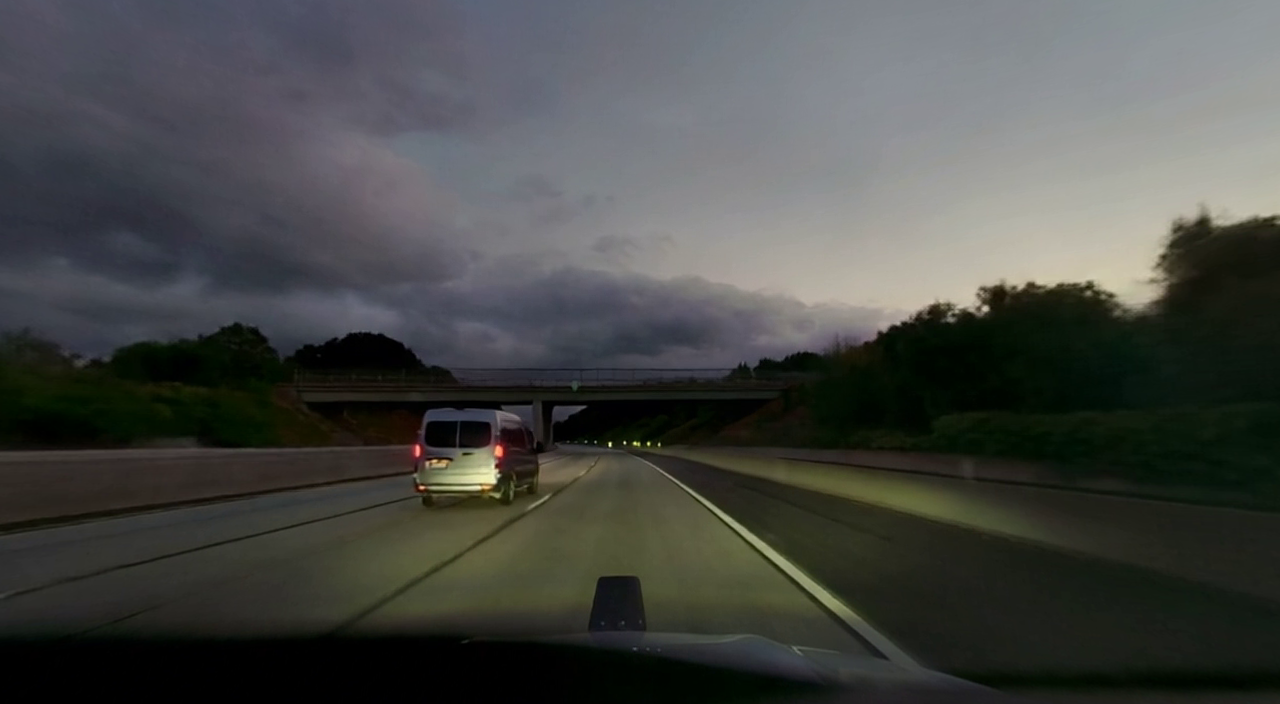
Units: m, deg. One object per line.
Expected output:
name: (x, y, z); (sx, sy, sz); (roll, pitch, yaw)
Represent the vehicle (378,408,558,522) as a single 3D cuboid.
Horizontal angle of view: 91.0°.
vehicle: (-3.239, 2.281, 13.214); (2.372, 1.891, 5.061); (0, -8, 0)
